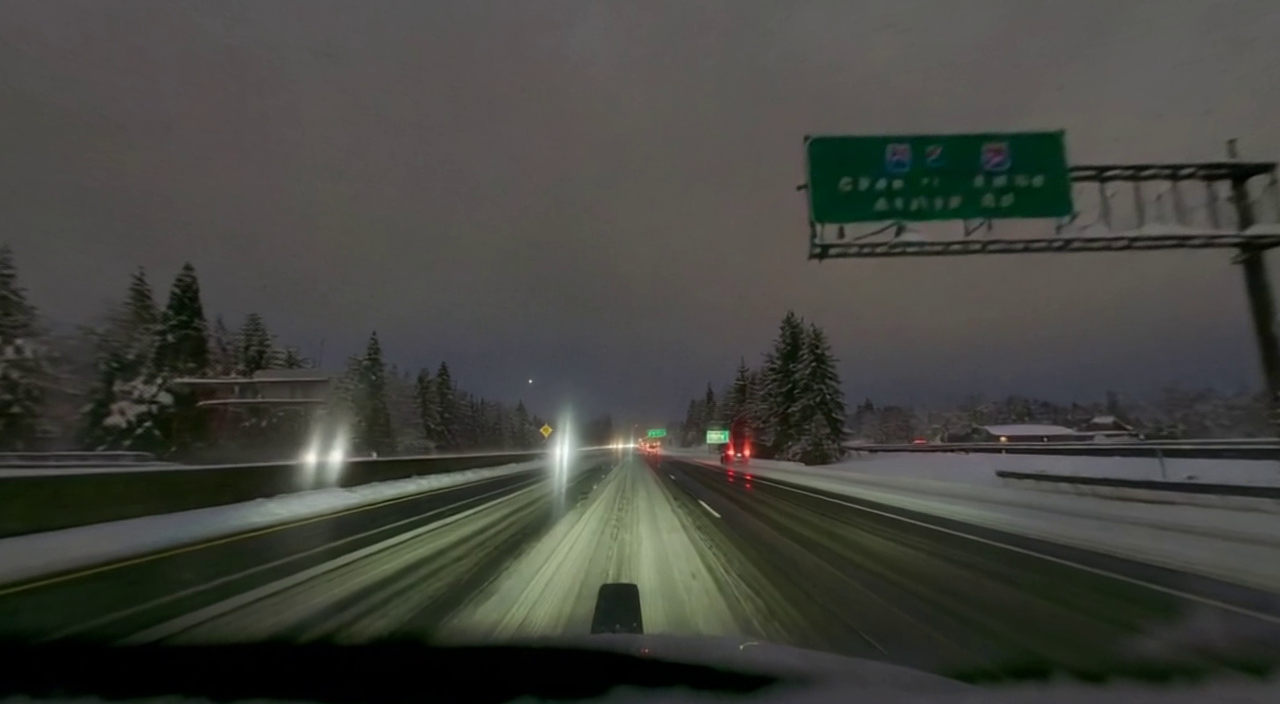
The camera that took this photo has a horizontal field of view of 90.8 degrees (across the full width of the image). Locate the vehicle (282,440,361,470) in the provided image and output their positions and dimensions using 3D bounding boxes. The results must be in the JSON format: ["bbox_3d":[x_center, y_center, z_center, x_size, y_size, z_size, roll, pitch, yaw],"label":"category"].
[{"bbox_3d":[-19.141,6.224,38.283,2.208,1.660,5.052,0,-9,0],"label":"vehicle"}]

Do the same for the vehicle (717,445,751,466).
[{"bbox_3d":[7.195,7.985,48.981,1.958,1.498,4.447,0,-7,0],"label":"vehicle"}]
